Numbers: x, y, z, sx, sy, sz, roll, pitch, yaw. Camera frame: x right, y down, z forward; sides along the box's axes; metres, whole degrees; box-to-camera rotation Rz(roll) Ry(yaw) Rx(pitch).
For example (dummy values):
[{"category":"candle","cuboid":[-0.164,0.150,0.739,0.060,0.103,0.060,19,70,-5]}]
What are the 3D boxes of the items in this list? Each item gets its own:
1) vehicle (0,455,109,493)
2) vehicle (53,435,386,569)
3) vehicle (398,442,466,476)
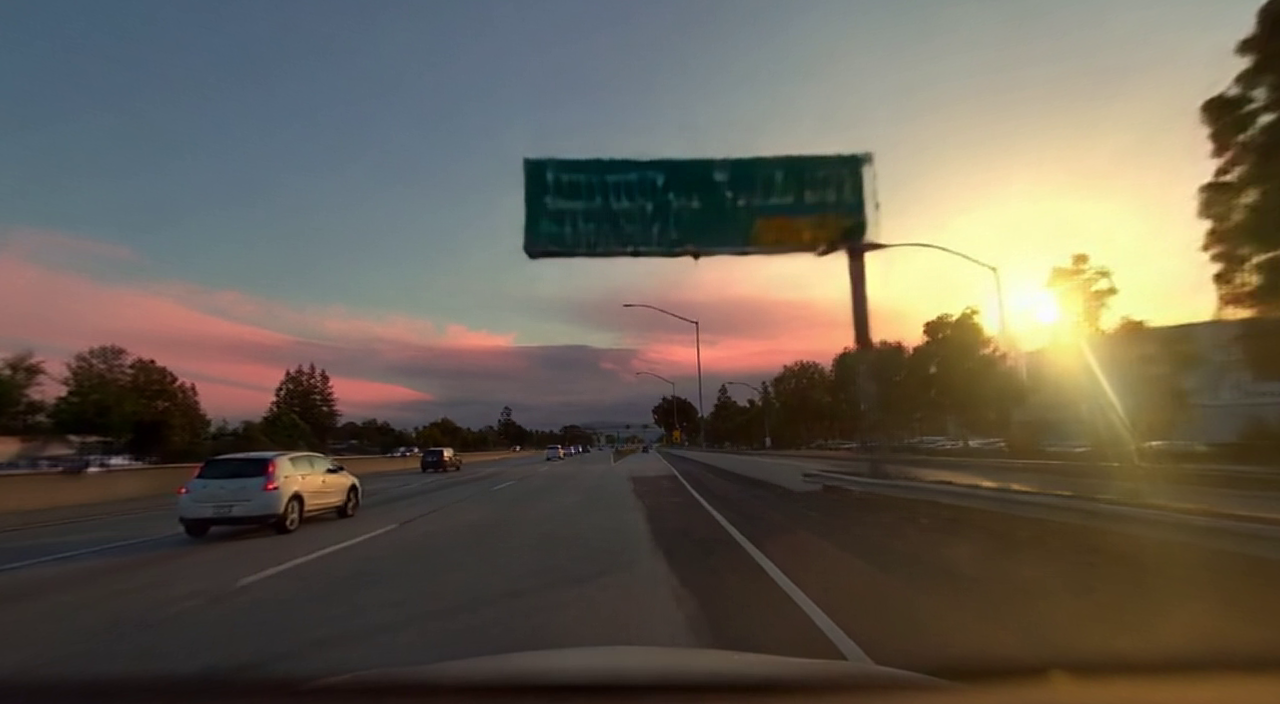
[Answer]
[{"category":"vehicle","cuboid":[-28.167,5.748,30.036,1.912,1.503,4.788,0,-8,-3]},{"category":"vehicle","cuboid":[-5.727,2.063,9.594,1.940,1.479,4.777,0,-9,-3]},{"category":"vehicle","cuboid":[-11.288,5.834,34.730,2.126,1.671,5.173,0,-9,-2]}]
